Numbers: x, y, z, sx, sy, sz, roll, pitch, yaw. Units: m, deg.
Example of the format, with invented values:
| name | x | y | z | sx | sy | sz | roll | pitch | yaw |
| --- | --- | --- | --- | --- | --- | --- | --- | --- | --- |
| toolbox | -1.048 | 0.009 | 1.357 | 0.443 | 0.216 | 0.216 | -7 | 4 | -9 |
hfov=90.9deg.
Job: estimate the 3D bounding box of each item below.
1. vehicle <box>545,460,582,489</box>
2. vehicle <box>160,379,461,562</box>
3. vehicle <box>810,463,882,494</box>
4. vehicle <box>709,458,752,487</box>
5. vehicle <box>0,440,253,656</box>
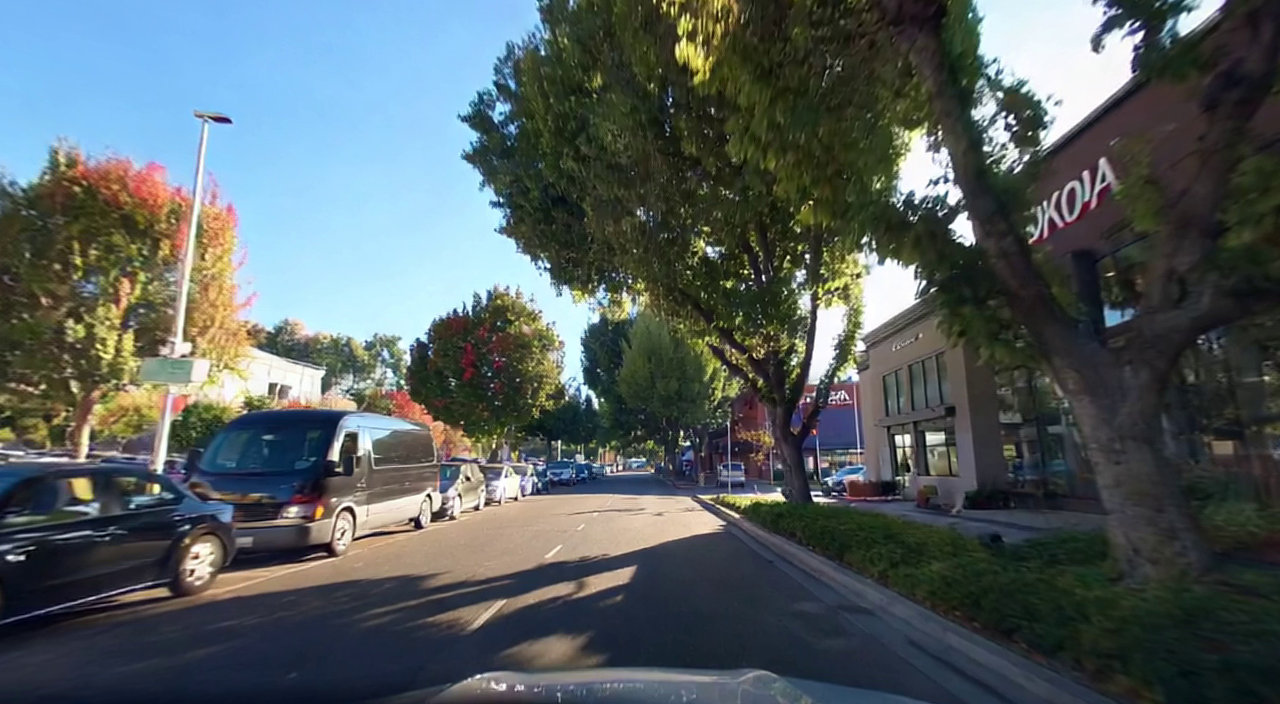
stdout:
| name | x | y | z | sx | sy | sz | roll | pitch | yaw |
| --- | --- | --- | --- | --- | --- | --- | --- | --- | --- |
| vehicle | -5.704 | 9.175 | 47.399 | 2.196 | 2.001 | 5.548 | 1 | -11 | -2 |
| vehicle | -5.622 | 2.218 | 12.057 | 2.526 | 2.655 | 5.480 | 0 | -11 | 2 |
| vehicle | 10.447 | 6.485 | 32.388 | 1.926 | 1.469 | 4.654 | 1 | -11 | -3 |
| vehicle | 5.883 | 7.957 | 41.714 | 2.054 | 1.779 | 4.650 | 1 | -11 | -1 |
| vehicle | -5.807 | 1.639 | 5.627 | 1.843 | 1.624 | 4.372 | 0 | -11 | 0 |
